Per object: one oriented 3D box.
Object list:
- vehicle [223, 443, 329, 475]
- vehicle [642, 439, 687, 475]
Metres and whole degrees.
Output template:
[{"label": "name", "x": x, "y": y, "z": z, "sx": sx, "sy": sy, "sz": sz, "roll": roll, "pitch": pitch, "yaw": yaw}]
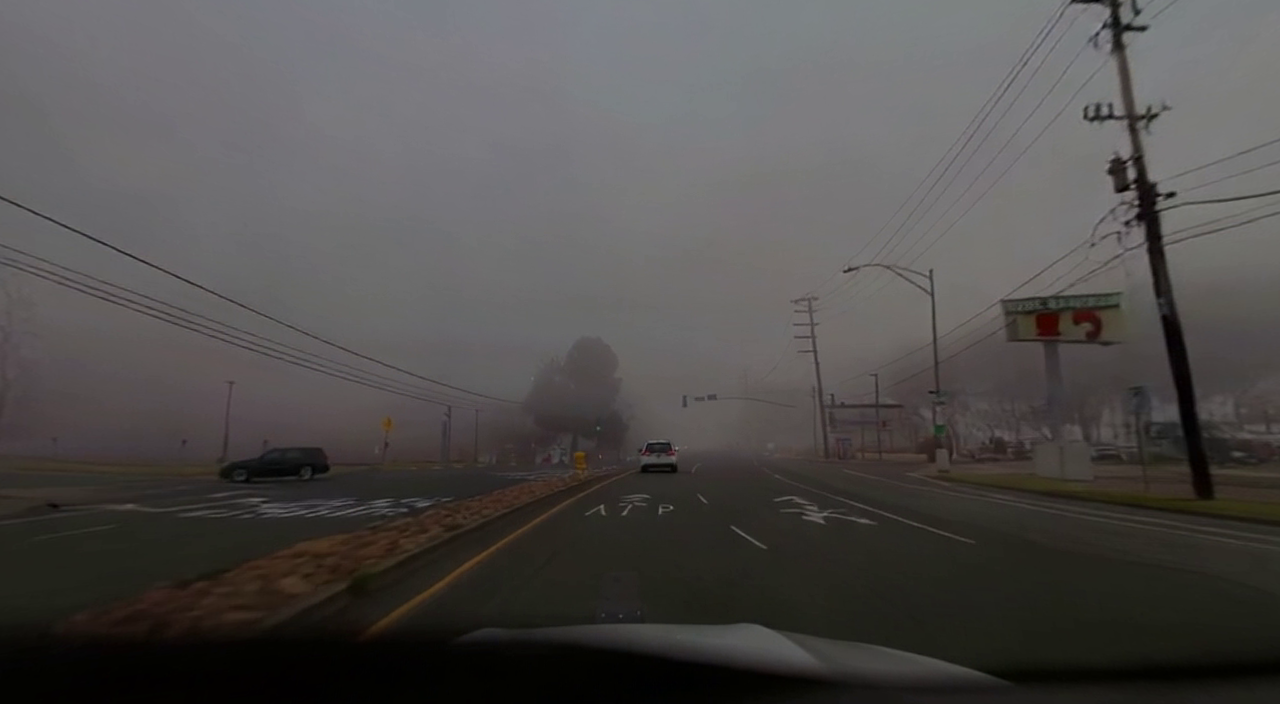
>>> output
[{"label": "vehicle", "x": -18.331, "y": 5.374, "z": 31.935, "sx": 4.430, "sy": 1.493, "sz": 2.210, "roll": 5, "pitch": -10, "yaw": -31}, {"label": "vehicle", "x": 1.247, "y": 5.036, "z": 30.490, "sx": 2.032, "sy": 1.621, "sz": 4.082, "roll": -1, "pitch": -8, "yaw": 4}]
